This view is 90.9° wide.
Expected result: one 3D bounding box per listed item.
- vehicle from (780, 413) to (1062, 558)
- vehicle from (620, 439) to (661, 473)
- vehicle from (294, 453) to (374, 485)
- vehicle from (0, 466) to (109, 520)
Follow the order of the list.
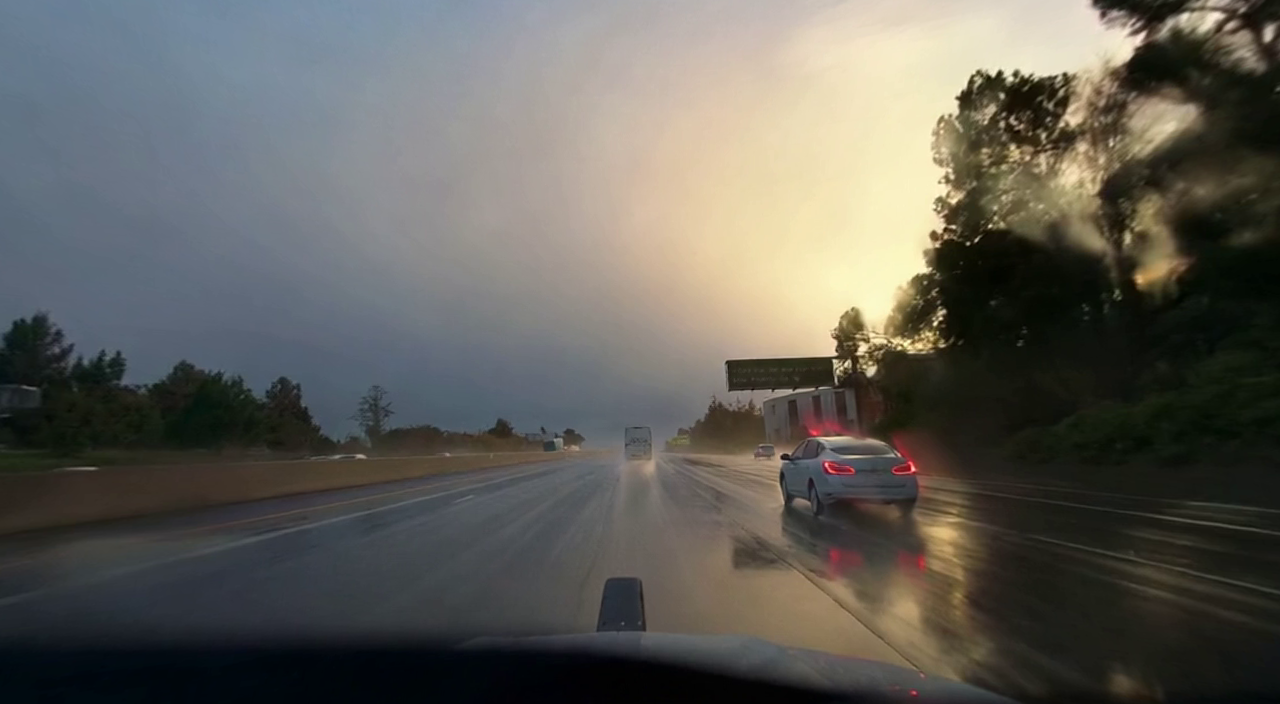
[{"bbox_3d":[3.704,1.894,9.632,2.008,1.595,5.082,0,-9,1],"label":"vehicle"},{"bbox_3d":[0.017,5.423,32.931,2.015,1.639,4.086,0,-9,0],"label":"vehicle"},{"bbox_3d":[-15.975,6.112,33.184,1.858,1.499,4.422,0,-9,2],"label":"vehicle"},{"bbox_3d":[-19.556,4.362,19.710,1.794,1.457,4.626,0,-9,0],"label":"vehicle"}]
